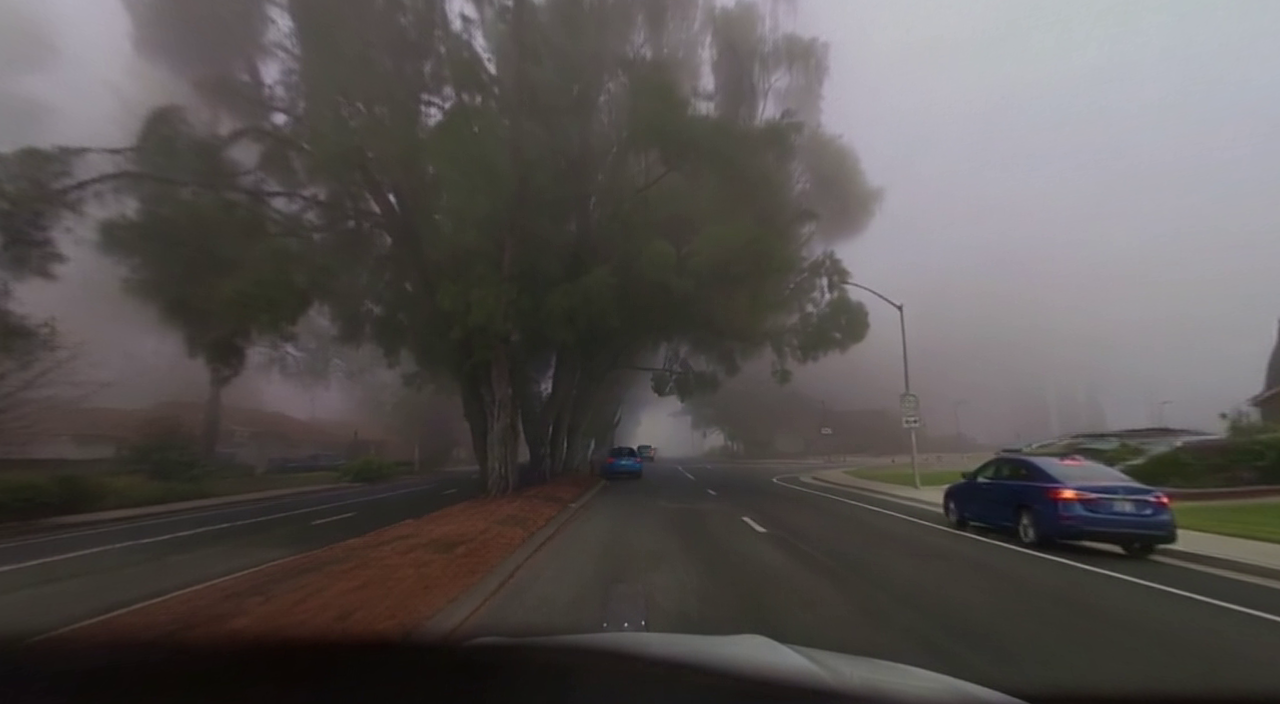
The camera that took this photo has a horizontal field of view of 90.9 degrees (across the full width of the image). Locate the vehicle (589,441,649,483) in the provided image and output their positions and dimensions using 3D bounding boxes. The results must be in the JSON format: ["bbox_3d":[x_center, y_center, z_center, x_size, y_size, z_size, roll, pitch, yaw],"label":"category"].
[{"bbox_3d":[-0.854,4.318,25.048,2.158,1.469,4.909,0,-9,-2],"label":"vehicle"}]

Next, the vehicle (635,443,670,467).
[{"bbox_3d":[0.799,6.883,42.219,2.226,1.505,4.128,0,-9,0],"label":"vehicle"}]
